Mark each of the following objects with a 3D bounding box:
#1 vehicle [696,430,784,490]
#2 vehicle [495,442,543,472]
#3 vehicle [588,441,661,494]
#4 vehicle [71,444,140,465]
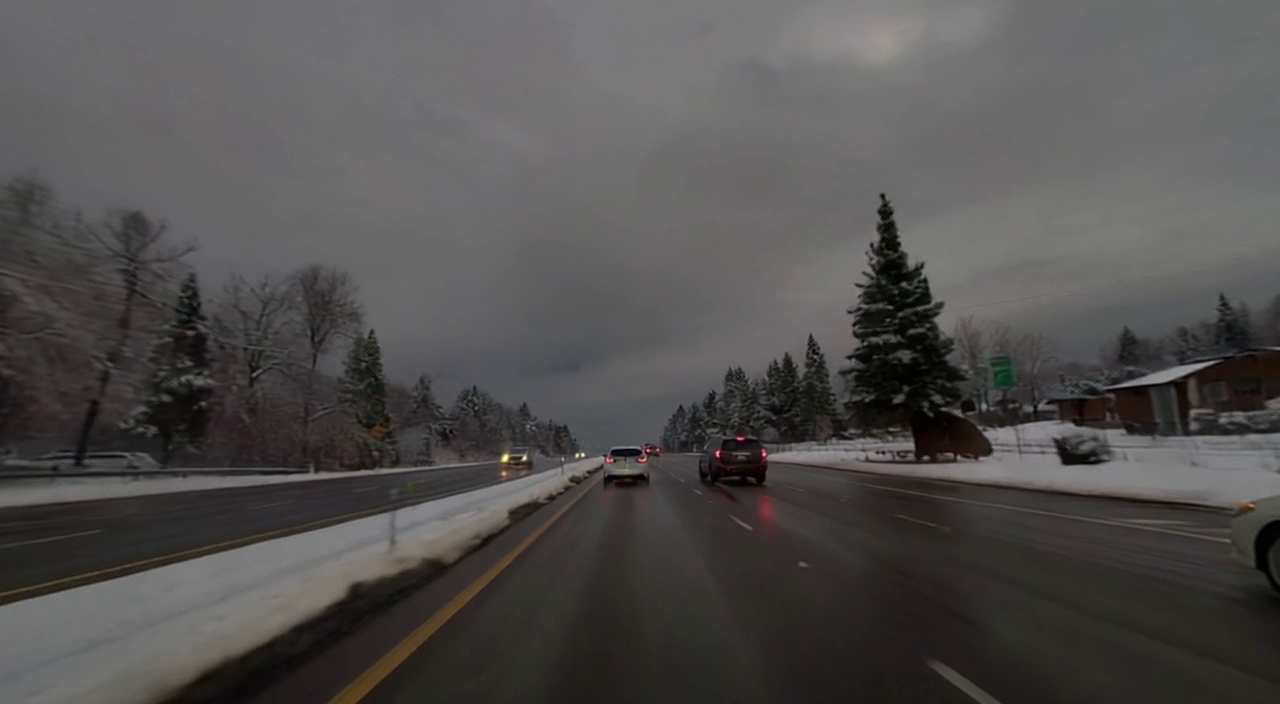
[{"bbox_3d":[3.298,3.677,21.854,2.186,1.842,4.553,0,-9,-2],"label":"vehicle"},{"bbox_3d":[-7.259,6.318,38.283,1.939,1.661,4.295,0,-9,1],"label":"vehicle"},{"bbox_3d":[-0.433,3.511,19.528,2.040,1.451,3.736,0,-9,0],"label":"vehicle"},{"bbox_3d":[-37.560,7.223,44.420,3.305,1.411,1.561,0,-9,-2],"label":"vehicle"}]
